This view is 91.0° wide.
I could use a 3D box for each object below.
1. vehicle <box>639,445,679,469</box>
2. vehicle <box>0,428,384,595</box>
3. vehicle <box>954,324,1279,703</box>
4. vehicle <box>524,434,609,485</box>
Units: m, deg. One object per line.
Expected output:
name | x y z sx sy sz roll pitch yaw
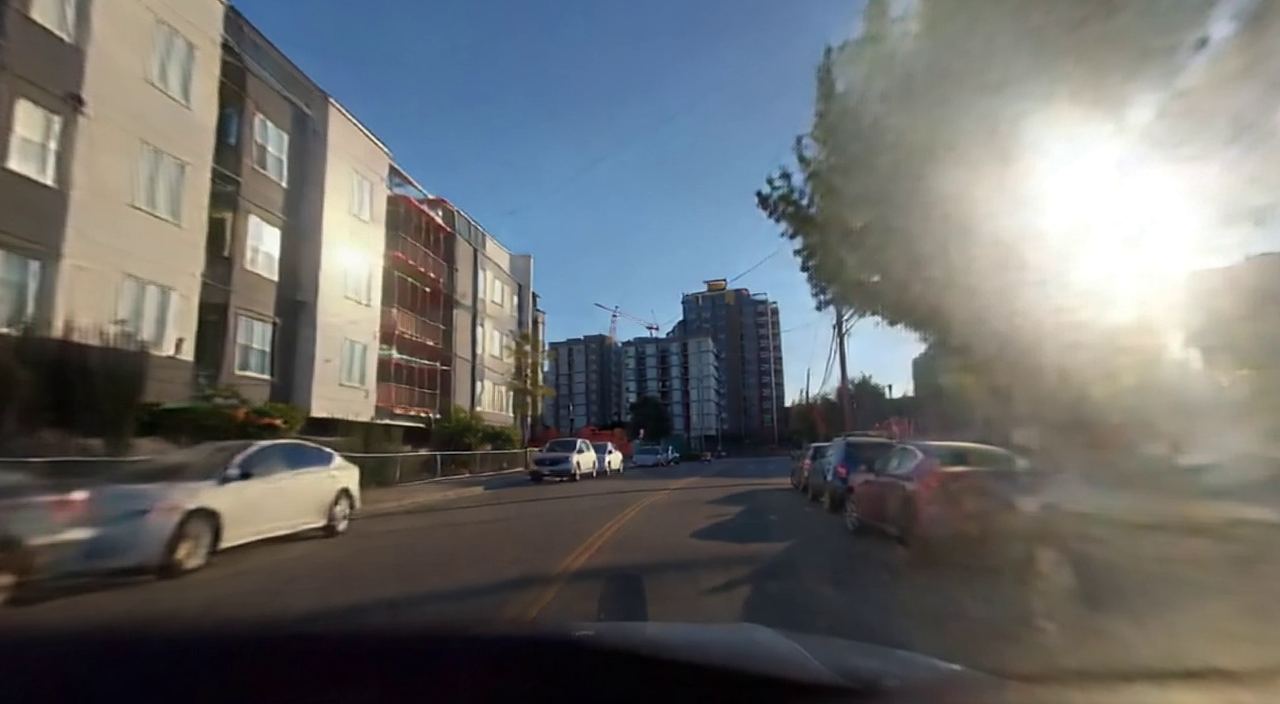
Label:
vehicle | 1.414 7.529 45.449 1.998 1.633 4.673 -2 -9 12
vehicle | -5.654 1.896 8.506 1.966 1.568 4.705 -1 -9 7
vehicle | 3.814 0.901 2.638 2.184 2.035 5.422 0 -9 0
vehicle | -2.884 4.382 25.944 1.953 1.871 4.712 -2 -9 13
